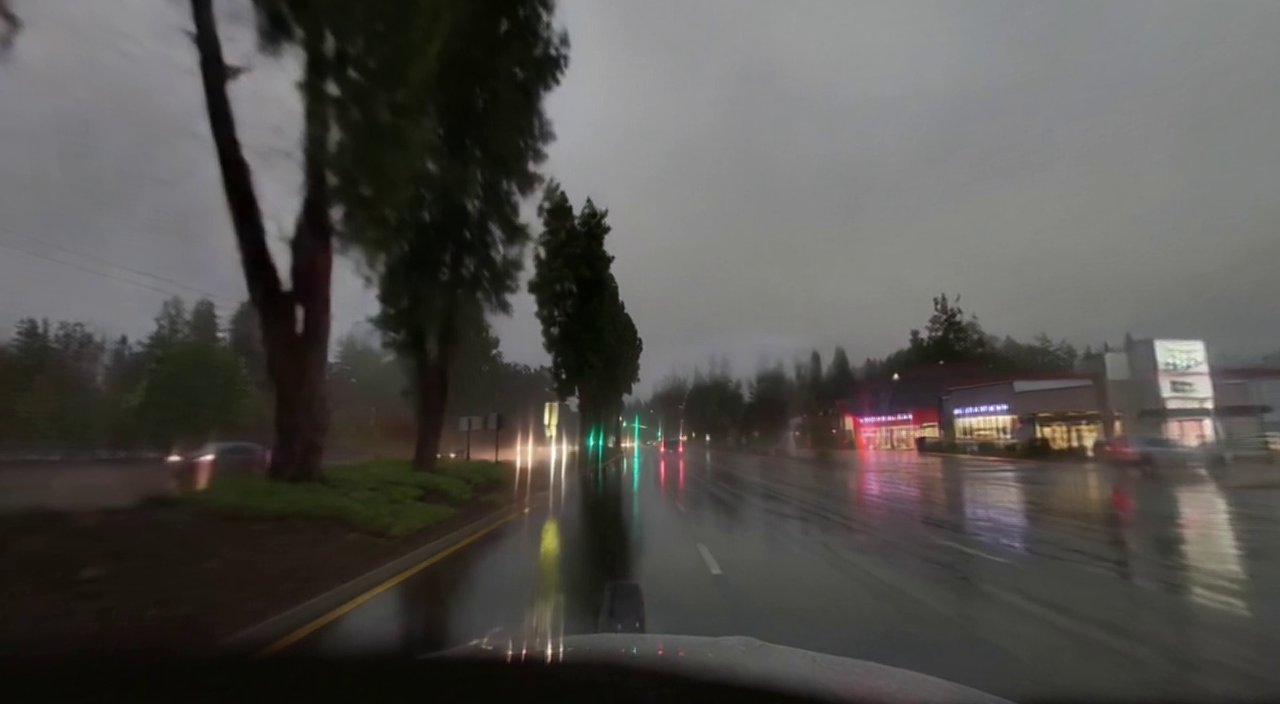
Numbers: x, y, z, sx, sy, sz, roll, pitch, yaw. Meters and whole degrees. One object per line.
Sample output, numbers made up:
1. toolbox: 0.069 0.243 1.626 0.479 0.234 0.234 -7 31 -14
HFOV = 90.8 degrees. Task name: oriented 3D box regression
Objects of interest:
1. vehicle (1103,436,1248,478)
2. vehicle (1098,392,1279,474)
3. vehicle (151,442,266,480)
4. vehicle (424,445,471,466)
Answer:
1. vehicle: 21.666 4.241 25.656 4.319 1.624 1.988 1 -9 -7
2. vehicle: 29.910 3.986 31.696 11.456 3.682 3.010 -2 -7 -2
3. vehicle: -18.310 4.632 27.084 1.881 1.507 4.234 0 -9 0
4. vehicle: -14.354 7.727 47.388 1.967 1.453 4.539 0 -9 2
